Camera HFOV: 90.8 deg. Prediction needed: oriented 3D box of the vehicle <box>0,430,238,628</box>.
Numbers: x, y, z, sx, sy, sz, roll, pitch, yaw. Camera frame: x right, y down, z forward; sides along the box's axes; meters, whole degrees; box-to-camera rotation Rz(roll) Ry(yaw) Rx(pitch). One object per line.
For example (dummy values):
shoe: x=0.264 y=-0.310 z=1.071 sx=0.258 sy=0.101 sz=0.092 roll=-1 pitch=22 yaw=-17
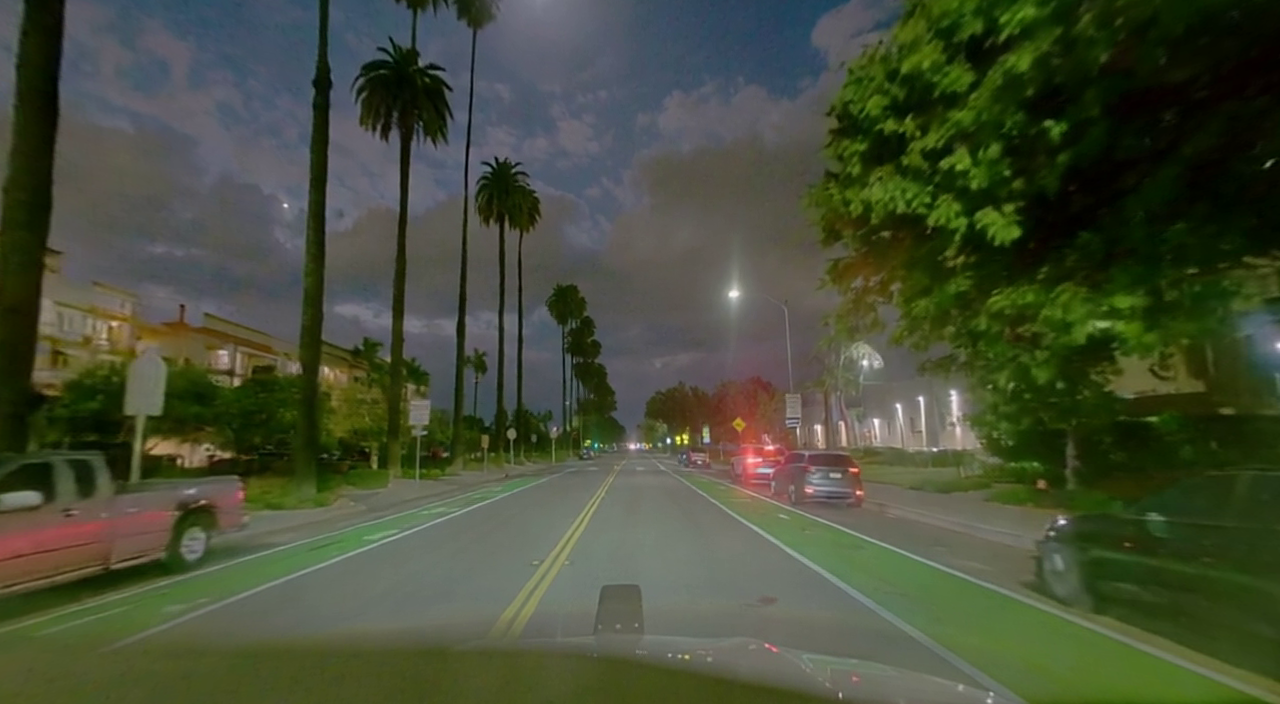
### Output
vehicle: x=-6.950 y=1.743 z=6.544 sx=2.220 sy=1.786 sz=5.161 roll=-1 pitch=-8 yaw=-1

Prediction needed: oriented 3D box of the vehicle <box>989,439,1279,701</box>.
vehicle: x=4.722 y=1.277 z=3.876 sx=2.141 sy=1.480 sz=5.016 roll=0 pitch=-9 yaw=-2

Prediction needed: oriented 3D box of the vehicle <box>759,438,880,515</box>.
vehicle: x=4.540 y=3.198 z=16.724 sx=2.000 sy=1.732 sz=4.298 roll=-1 pitch=-9 yaw=1

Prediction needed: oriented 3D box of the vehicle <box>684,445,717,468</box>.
vehicle: x=4.540 y=7.904 z=47.995 sx=1.997 sy=1.640 sz=4.494 roll=0 pitch=-9 yaw=-1
